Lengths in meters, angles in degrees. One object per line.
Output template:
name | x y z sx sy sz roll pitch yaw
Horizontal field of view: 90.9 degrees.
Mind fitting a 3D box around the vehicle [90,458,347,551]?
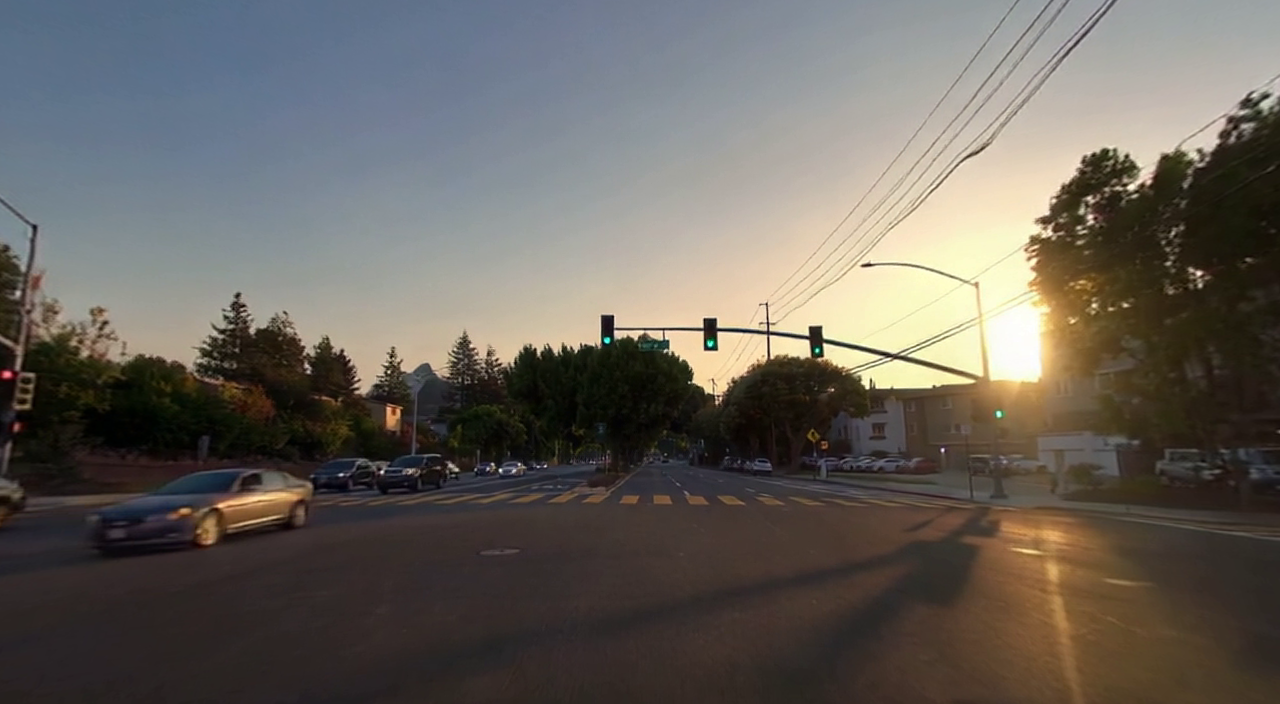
vehicle | -7.824 2.817 12.360 1.958 1.415 4.312 0 -9 2

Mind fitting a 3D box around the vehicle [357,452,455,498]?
vehicle | -10.470 5.505 28.744 2.249 1.825 5.378 0 -9 2

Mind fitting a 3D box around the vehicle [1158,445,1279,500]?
vehicle | 25.395 4.943 26.235 2.177 2.086 5.514 2 -9 -14

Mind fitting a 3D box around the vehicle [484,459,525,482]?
vehicle | -9.937 8.717 46.555 1.899 1.464 4.418 0 -9 2
